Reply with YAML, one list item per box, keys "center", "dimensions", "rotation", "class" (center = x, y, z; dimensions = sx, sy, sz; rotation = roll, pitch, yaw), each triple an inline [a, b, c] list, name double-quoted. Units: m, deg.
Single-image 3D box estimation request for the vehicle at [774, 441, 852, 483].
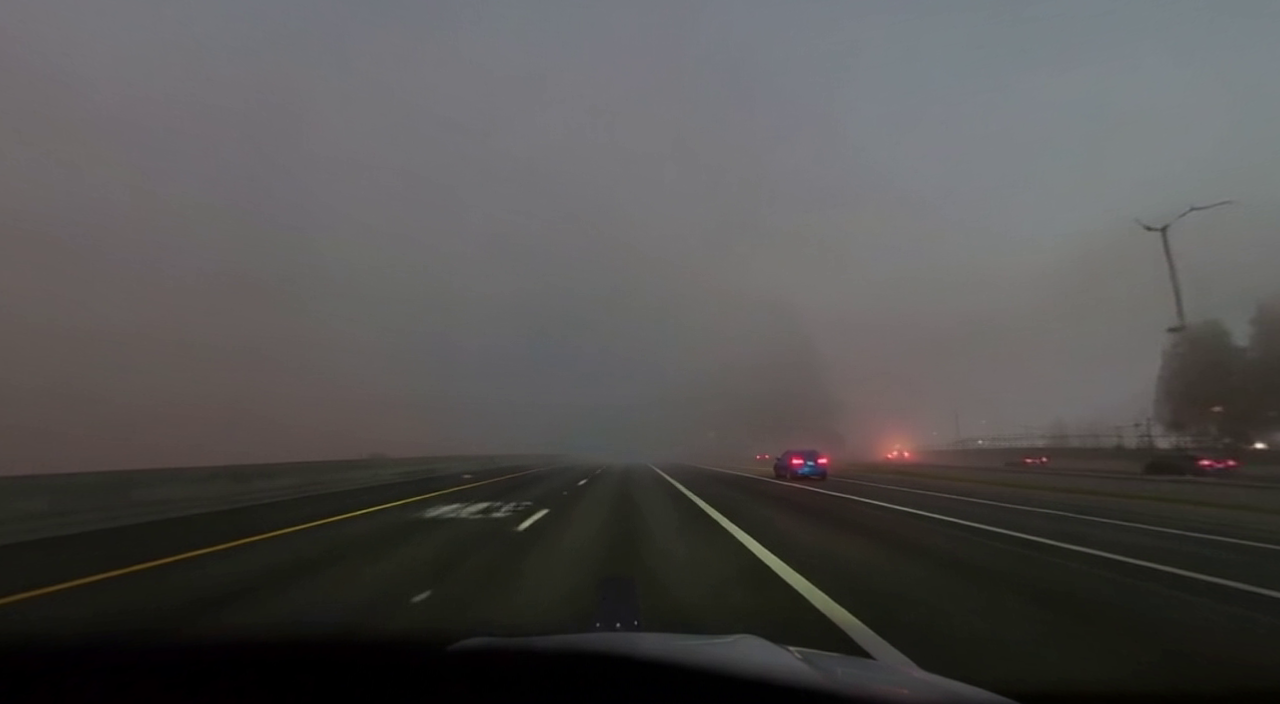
- center: [6.872, 4.383, 25.578]
  dimensions: [1.958, 1.498, 4.447]
  rotation: [0, -8, 1]
  class: "vehicle"
